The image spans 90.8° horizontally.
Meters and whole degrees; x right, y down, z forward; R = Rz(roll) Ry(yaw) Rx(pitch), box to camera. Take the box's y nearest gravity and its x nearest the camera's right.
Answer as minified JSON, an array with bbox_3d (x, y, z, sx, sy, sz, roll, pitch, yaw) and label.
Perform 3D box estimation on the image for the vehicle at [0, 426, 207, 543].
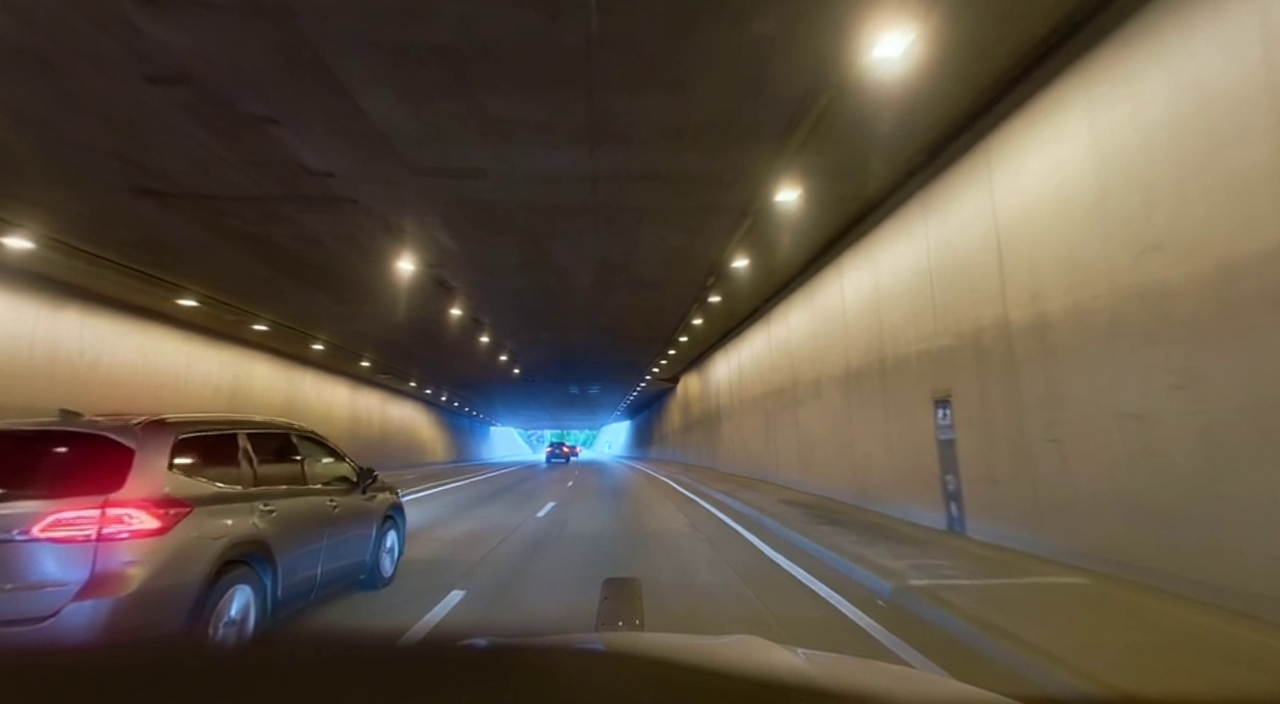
[{"bbox_3d":[-8.865,1.917,9.621,1.691,1.439,4.136,0,-8,-2],"label":"vehicle"}]

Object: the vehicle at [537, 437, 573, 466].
[{"bbox_3d":[-5.474,6.435,40.931,1.961,1.725,4.315,0,-8,-3],"label":"vehicle"}]
